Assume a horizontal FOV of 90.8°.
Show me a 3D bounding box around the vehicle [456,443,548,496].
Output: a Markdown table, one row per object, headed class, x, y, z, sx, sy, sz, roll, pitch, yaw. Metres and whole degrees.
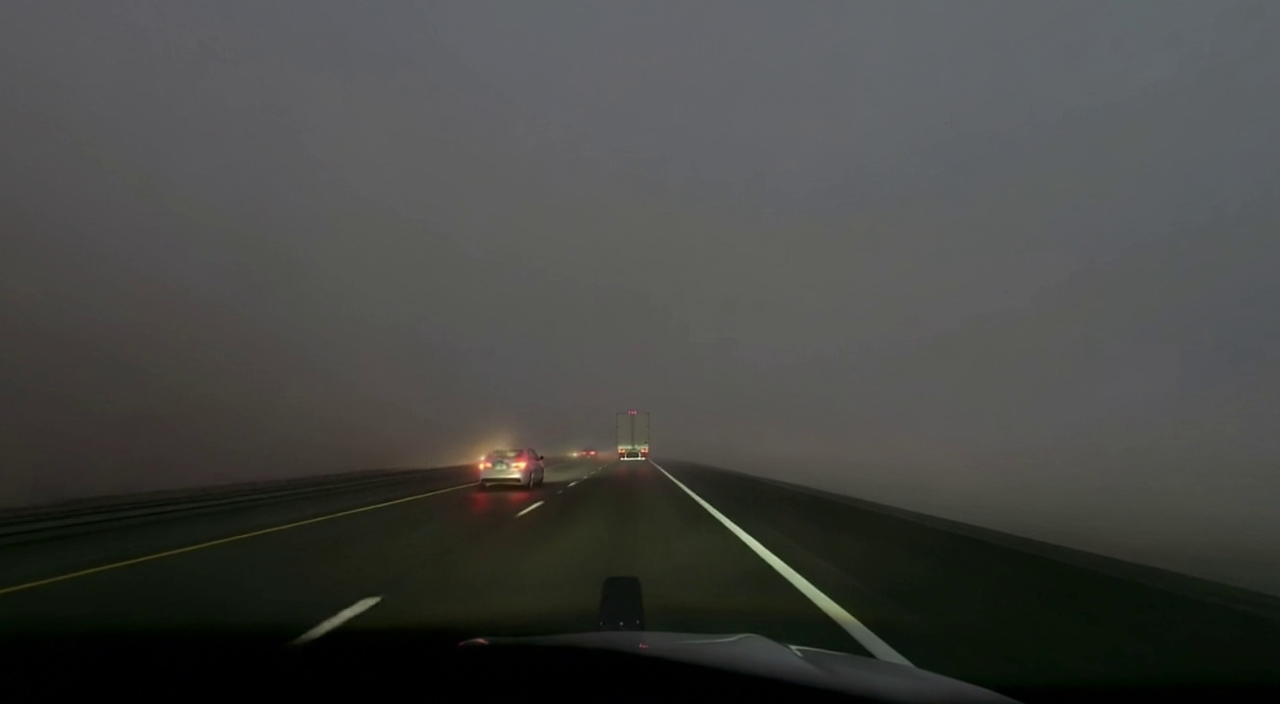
| class | x | y | z | sx | sy | sz | roll | pitch | yaw |
| --- | --- | --- | --- | --- | --- | --- | --- | --- | --- |
| vehicle | -4.271 | 3.705 | 20.244 | 1.978 | 1.507 | 4.062 | 0 | -9 | 0 |
